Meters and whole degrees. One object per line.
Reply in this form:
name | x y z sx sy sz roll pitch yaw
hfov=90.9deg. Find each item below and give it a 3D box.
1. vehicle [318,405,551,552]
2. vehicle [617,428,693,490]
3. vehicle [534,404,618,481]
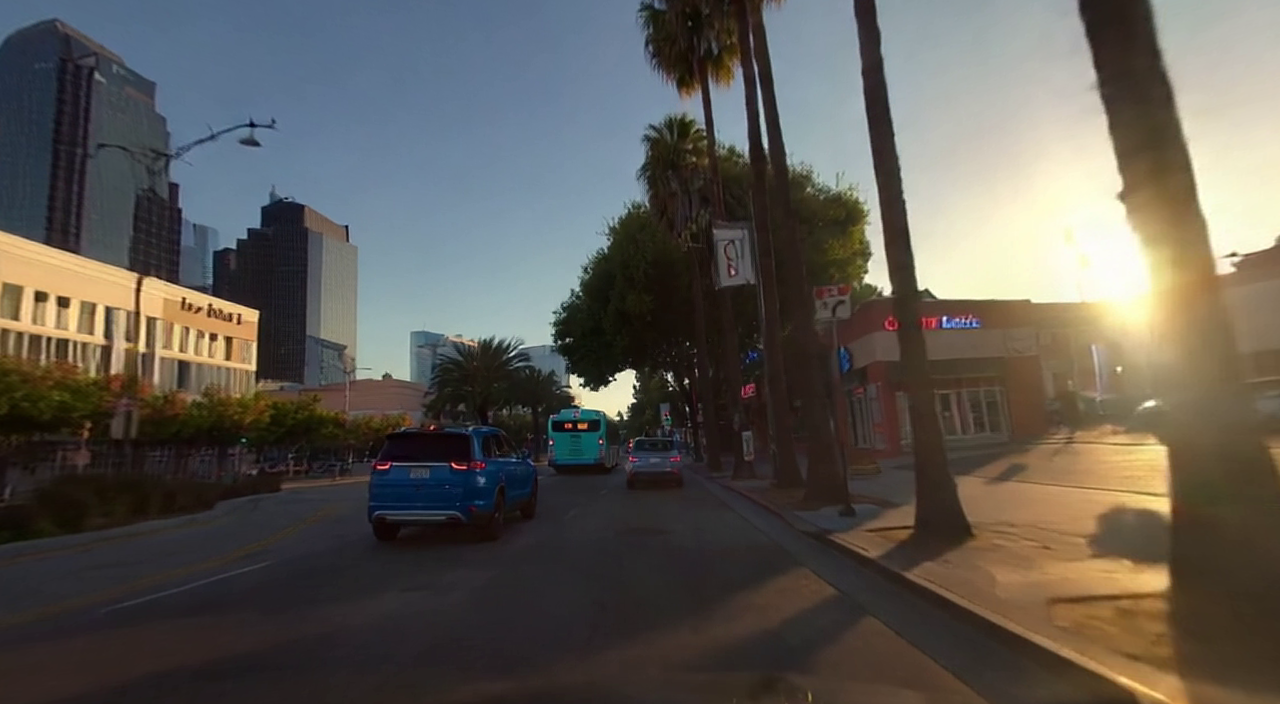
vehicle | -2.885 1.909 10.181 2.124 1.799 4.587 0 -8 1
vehicle | 0.424 3.273 19.576 2.120 1.727 3.917 0 -8 0
vehicle | -2.685 4.206 29.261 2.775 3.064 8.297 0 -8 2
